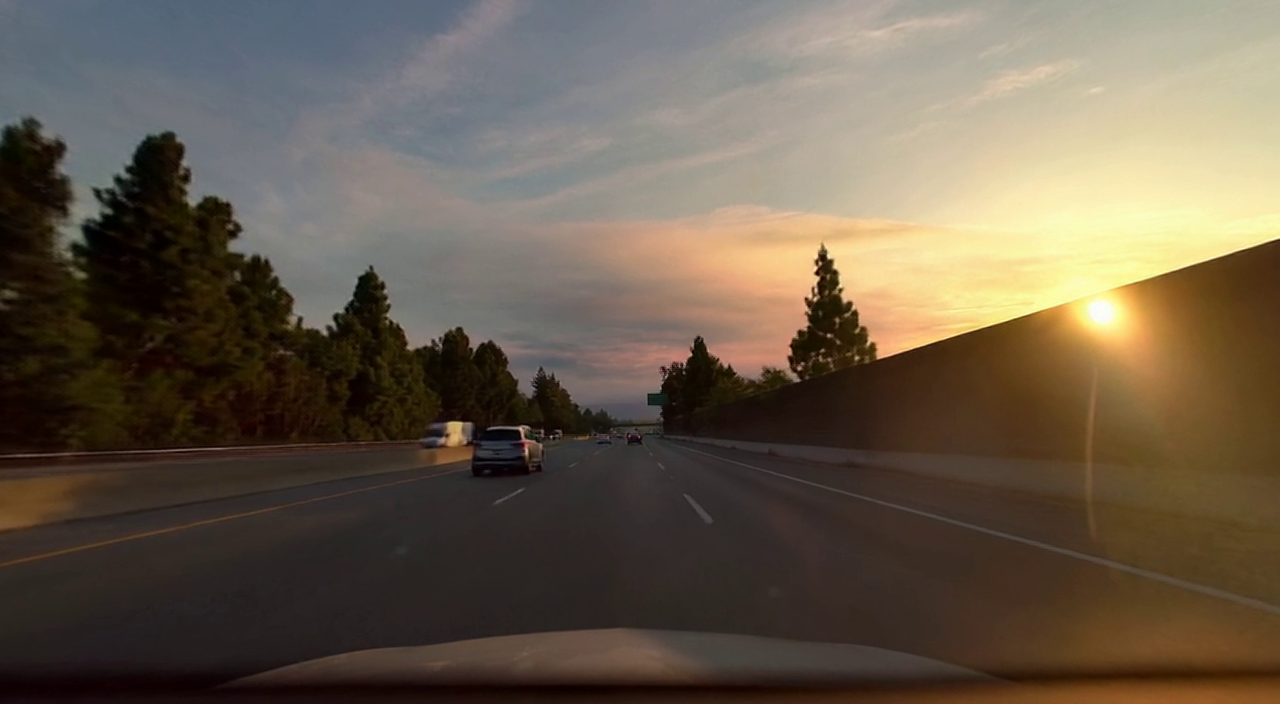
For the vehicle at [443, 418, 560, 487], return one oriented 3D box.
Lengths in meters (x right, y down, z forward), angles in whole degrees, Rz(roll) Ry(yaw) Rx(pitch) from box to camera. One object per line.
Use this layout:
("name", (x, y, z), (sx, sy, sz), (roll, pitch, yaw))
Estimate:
("vehicle", (-3.829, 2.879, 18.430), (2.306, 1.730, 4.606), (0, -8, 1))
